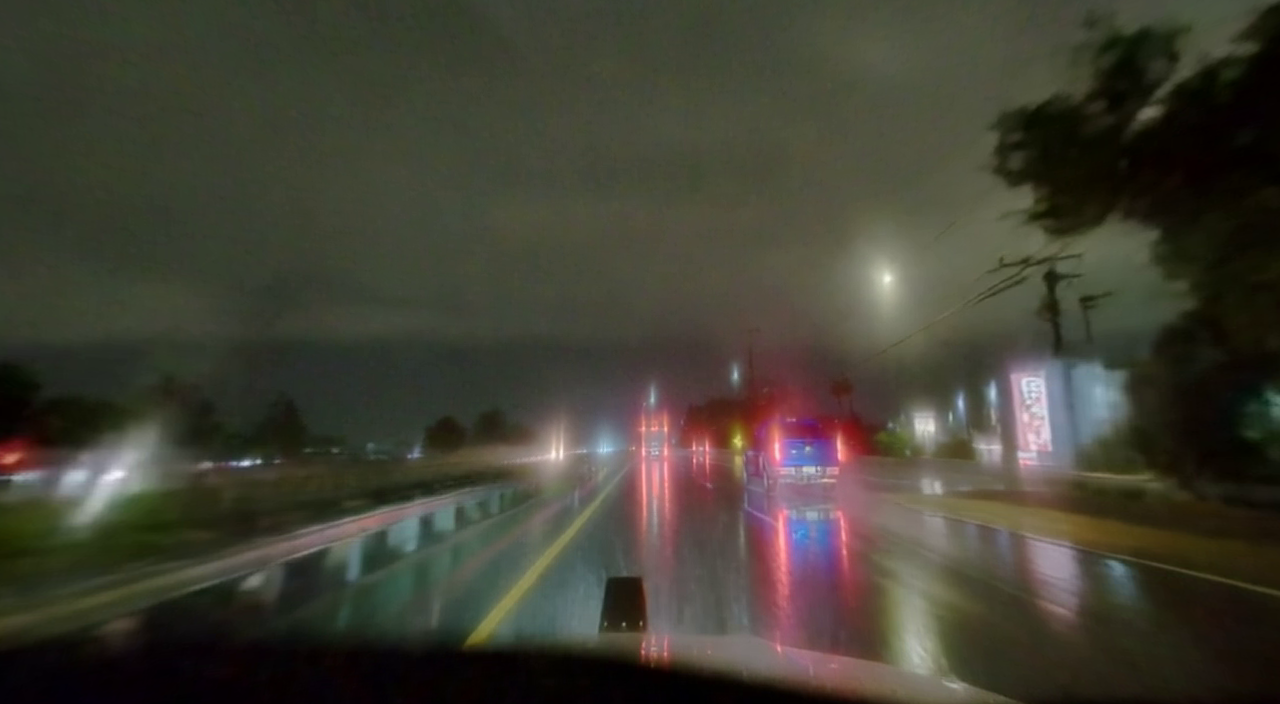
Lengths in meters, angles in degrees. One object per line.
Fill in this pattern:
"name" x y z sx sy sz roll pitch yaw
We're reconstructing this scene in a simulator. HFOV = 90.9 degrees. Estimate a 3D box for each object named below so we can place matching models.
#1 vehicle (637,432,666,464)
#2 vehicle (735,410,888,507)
"vehicle" 0.864 7.380 48.342 2.099 2.260 4.899 0 -9 0
"vehicle" 4.272 2.833 17.064 2.594 2.155 5.670 0 -9 1
